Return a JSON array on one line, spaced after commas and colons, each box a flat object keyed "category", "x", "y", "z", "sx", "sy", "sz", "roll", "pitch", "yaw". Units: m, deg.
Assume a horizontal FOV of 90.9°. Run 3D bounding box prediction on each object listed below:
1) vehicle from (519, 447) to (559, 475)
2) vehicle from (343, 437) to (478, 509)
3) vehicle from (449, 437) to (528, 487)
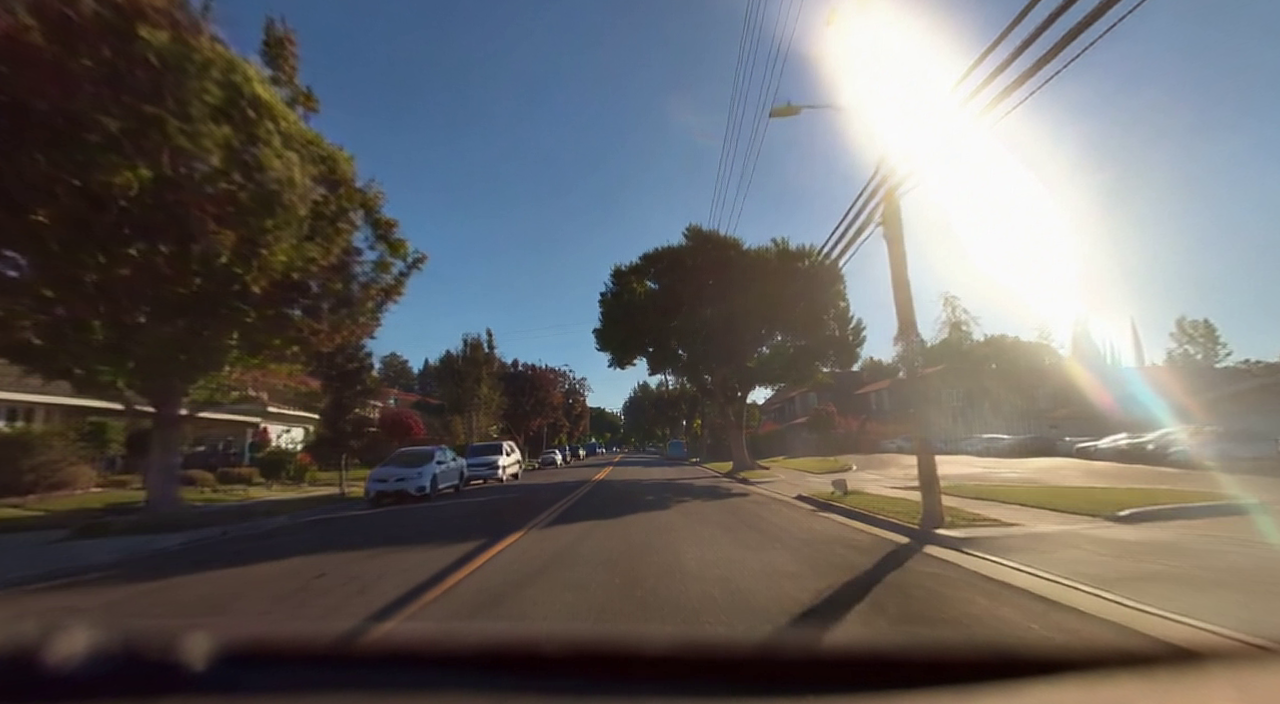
[{"category": "vehicle", "x": -6.813, "y": 7.359, "z": 42.909, "sx": 1.852, "sy": 1.510, "sz": 4.812, "roll": -4, "pitch": -7, "yaw": -1}, {"category": "vehicle", "x": -6.666, "y": 3.528, "z": 19.102, "sx": 2.120, "sy": 1.799, "sz": 5.370, "roll": -1, "pitch": -8, "yaw": 0}, {"category": "vehicle", "x": -6.642, "y": 4.845, "z": 28.417, "sx": 2.144, "sy": 1.955, "sz": 6.159, "roll": 0, "pitch": -7, "yaw": -1}]
